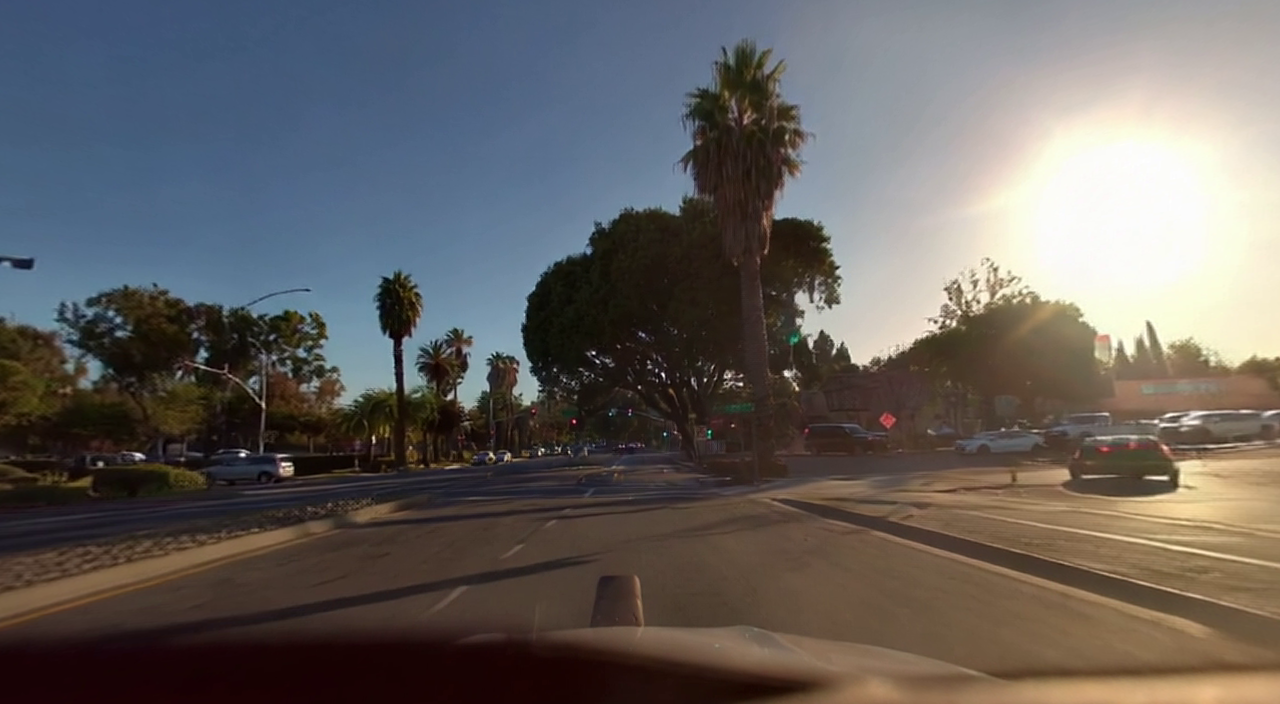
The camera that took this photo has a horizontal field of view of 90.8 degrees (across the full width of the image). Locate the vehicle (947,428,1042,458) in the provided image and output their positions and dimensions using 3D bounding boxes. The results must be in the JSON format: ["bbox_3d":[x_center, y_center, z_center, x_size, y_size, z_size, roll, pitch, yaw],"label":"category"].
[{"bbox_3d":[21.618,5.584,38.601,4.578,1.756,2.042,1,-9,-4],"label":"vehicle"}]

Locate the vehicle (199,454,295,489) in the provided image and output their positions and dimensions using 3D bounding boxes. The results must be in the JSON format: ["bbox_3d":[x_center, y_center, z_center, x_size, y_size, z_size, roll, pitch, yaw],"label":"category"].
[{"bbox_3d":[-25.958,7.899,41.853,5.056,1.839,1.957,-3,-6,-2],"label":"vehicle"}]

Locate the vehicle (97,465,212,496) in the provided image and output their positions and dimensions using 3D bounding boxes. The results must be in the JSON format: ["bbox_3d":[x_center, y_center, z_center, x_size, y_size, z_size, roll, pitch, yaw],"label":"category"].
[{"bbox_3d":[-25.862,6.867,33.795,4.448,1.525,1.835,1,-9,-5],"label":"vehicle"}]

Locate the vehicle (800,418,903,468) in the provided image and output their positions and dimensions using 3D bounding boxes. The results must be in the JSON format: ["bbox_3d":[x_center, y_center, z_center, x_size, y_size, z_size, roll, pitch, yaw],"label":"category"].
[{"bbox_3d":[13.277,5.909,40.957,2.944,2.783,10.332,0,-9,-1],"label":"vehicle"}]

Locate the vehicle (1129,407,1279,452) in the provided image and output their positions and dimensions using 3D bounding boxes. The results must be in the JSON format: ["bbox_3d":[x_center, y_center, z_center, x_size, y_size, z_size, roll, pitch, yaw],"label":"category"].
[{"bbox_3d":[30.058,4.137,33.595,6.052,2.171,2.511,0,-9,-4],"label":"vehicle"}]

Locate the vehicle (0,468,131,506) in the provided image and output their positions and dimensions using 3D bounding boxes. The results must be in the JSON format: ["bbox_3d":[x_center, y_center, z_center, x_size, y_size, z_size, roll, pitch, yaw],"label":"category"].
[{"bbox_3d":[-25.645,5.964,28.077,4.407,1.565,1.861,0,-9,2],"label":"vehicle"}]

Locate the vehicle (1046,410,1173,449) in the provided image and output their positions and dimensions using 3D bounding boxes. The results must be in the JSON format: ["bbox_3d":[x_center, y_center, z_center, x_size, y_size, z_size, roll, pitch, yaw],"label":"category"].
[{"bbox_3d":[28.915,4.811,39.102,5.625,2.303,2.592,0,-9,2],"label":"vehicle"}]
